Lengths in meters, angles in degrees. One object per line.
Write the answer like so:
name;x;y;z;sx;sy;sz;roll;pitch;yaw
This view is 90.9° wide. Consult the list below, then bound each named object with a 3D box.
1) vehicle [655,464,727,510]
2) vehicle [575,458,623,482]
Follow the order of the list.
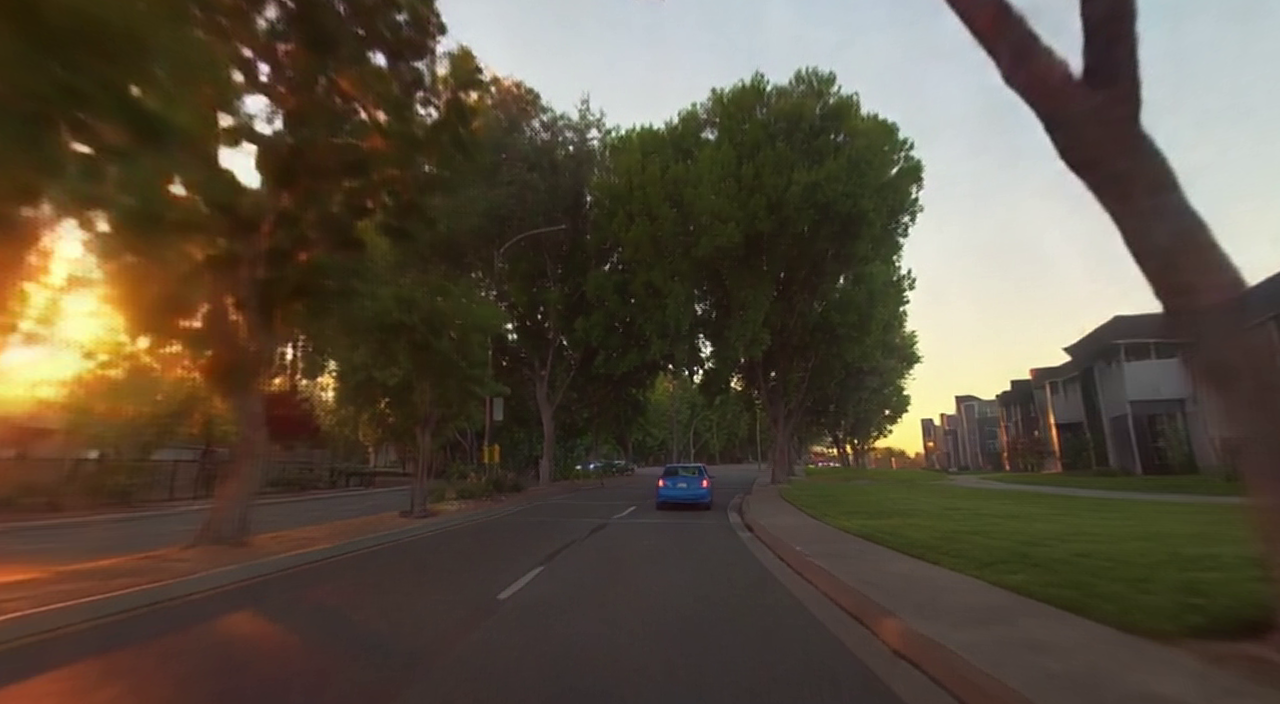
vehicle;1.790;4.307;20.438;1.972;1.250;5.282;-1;-11;8
vehicle;-2.647;7.877;42.068;1.870;1.518;4.390;-2;-11;15
